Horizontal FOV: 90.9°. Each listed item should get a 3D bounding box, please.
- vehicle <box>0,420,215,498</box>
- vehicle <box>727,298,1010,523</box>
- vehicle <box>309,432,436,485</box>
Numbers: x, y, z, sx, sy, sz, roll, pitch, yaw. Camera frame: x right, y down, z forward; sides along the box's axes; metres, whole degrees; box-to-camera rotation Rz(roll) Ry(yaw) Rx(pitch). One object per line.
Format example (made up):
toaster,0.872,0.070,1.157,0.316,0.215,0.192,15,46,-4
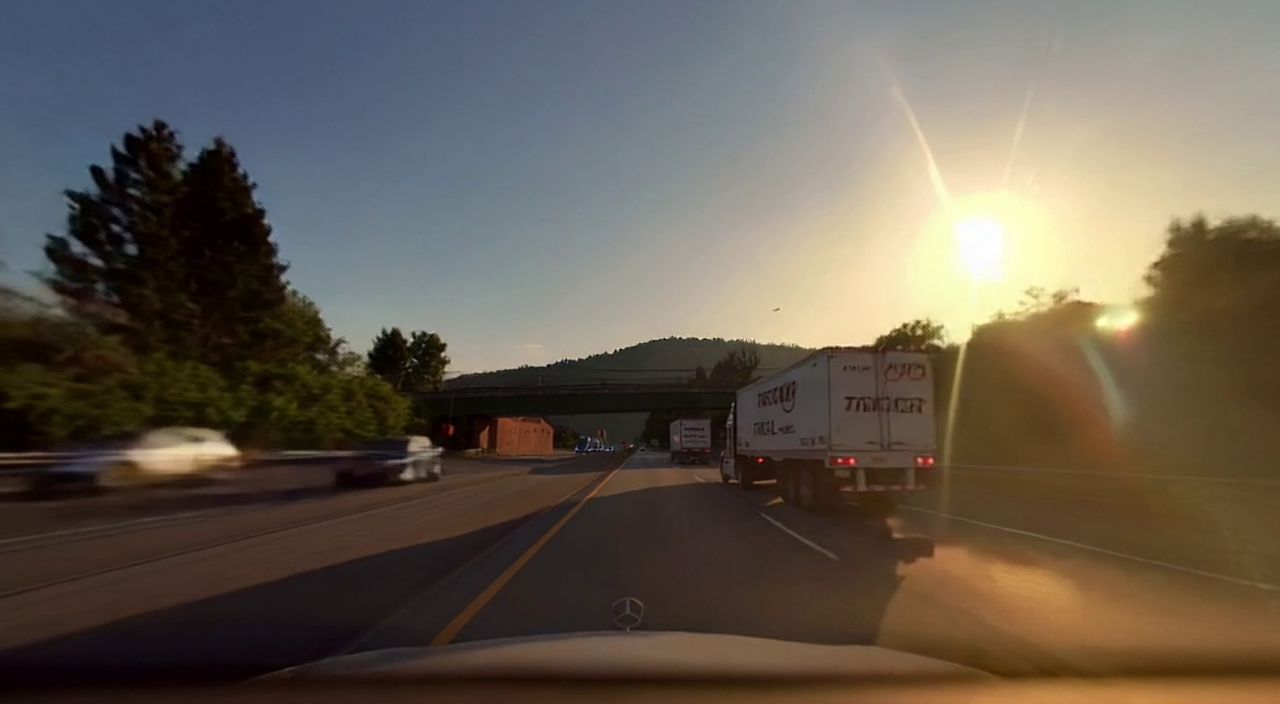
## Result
vehicle,-11.466,2.298,13.700,1.794,1.456,3.754,0,-9,0
vehicle,5.090,2.109,18.569,2.929,4.093,14.258,0,-9,0
vehicle,-8.008,3.250,19.371,2.029,1.440,4.247,0,-9,0
